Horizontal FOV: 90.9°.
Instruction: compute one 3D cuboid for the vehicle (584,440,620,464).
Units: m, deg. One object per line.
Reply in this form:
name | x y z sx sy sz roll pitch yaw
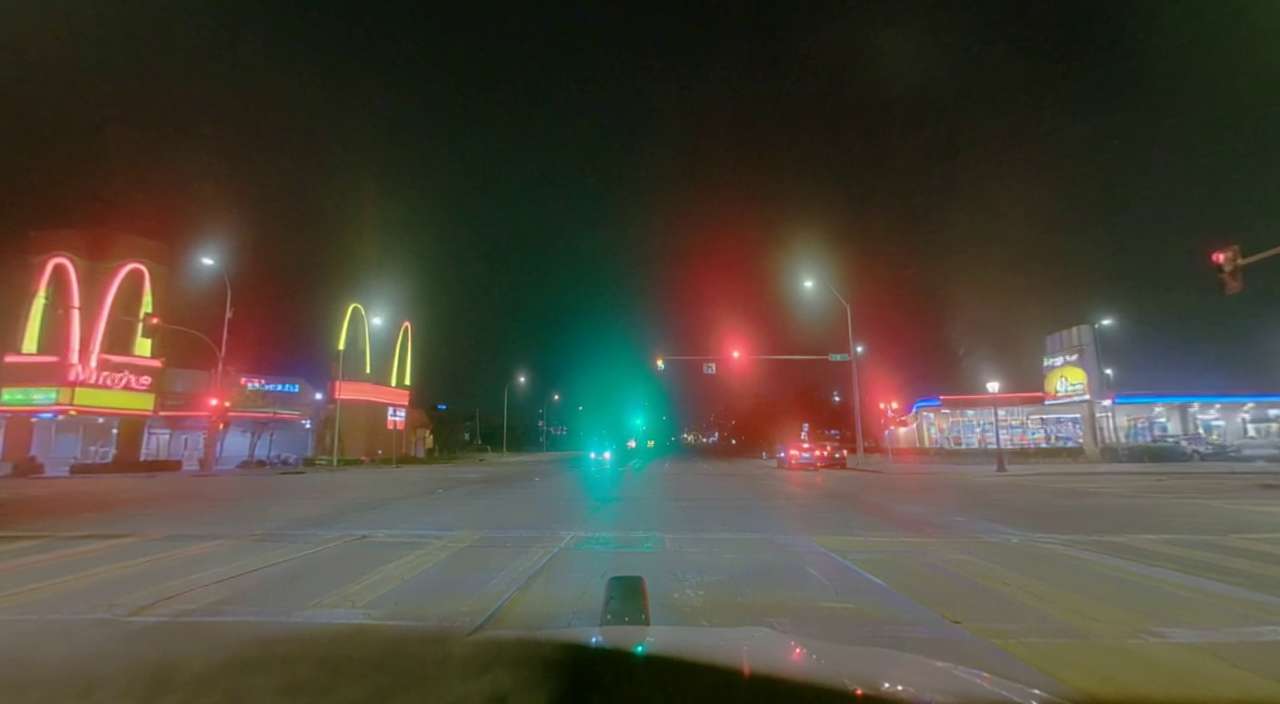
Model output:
vehicle | -2.496 6.646 42.030 2.104 1.468 4.195 0 -8 1
